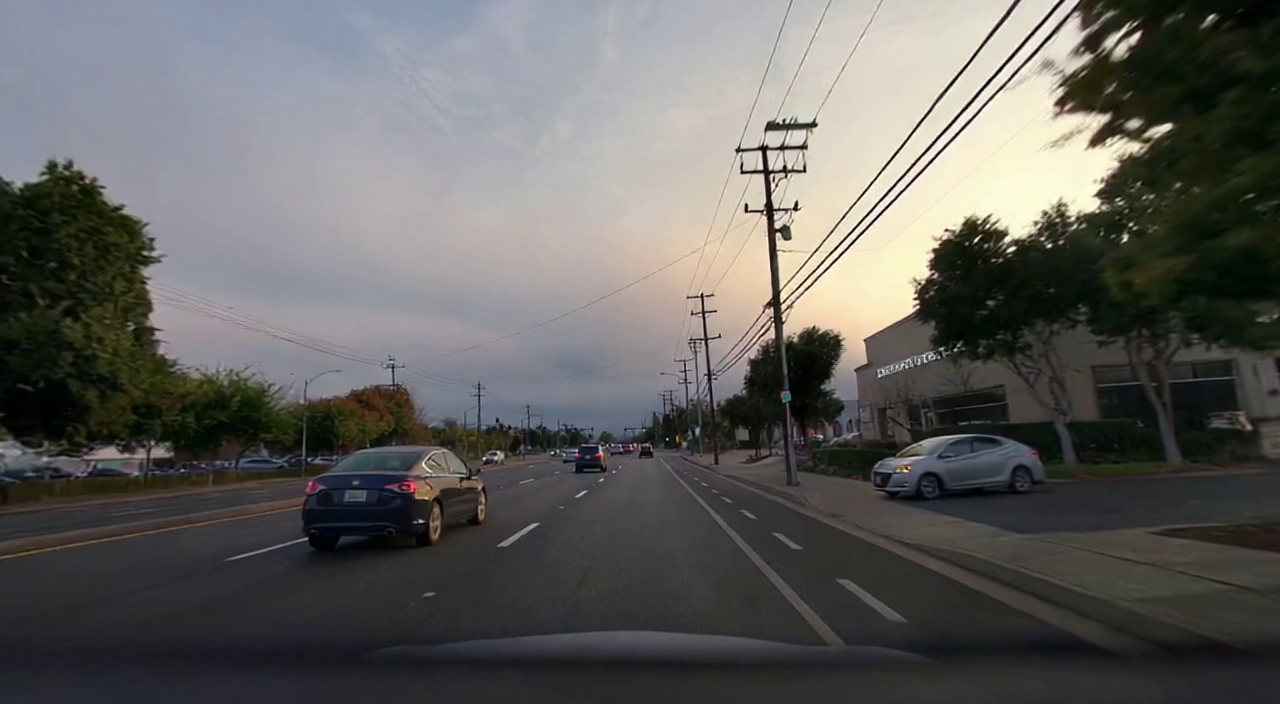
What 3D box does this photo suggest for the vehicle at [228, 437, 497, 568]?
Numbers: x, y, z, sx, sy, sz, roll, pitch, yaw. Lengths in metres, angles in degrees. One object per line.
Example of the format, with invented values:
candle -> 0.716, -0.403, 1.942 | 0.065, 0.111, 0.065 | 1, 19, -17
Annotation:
vehicle -> -3.681, 2.059, 9.454 | 1.942, 1.469, 4.426 | 0, -9, 1

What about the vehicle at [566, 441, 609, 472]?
vehicle -> -3.133, 6.346, 38.428 | 2.087, 1.736, 4.311 | 0, -9, 2

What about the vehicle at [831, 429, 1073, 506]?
vehicle -> 6.893, 2.593, 14.315 | 4.465, 1.566, 1.923 | 0, -9, -1
